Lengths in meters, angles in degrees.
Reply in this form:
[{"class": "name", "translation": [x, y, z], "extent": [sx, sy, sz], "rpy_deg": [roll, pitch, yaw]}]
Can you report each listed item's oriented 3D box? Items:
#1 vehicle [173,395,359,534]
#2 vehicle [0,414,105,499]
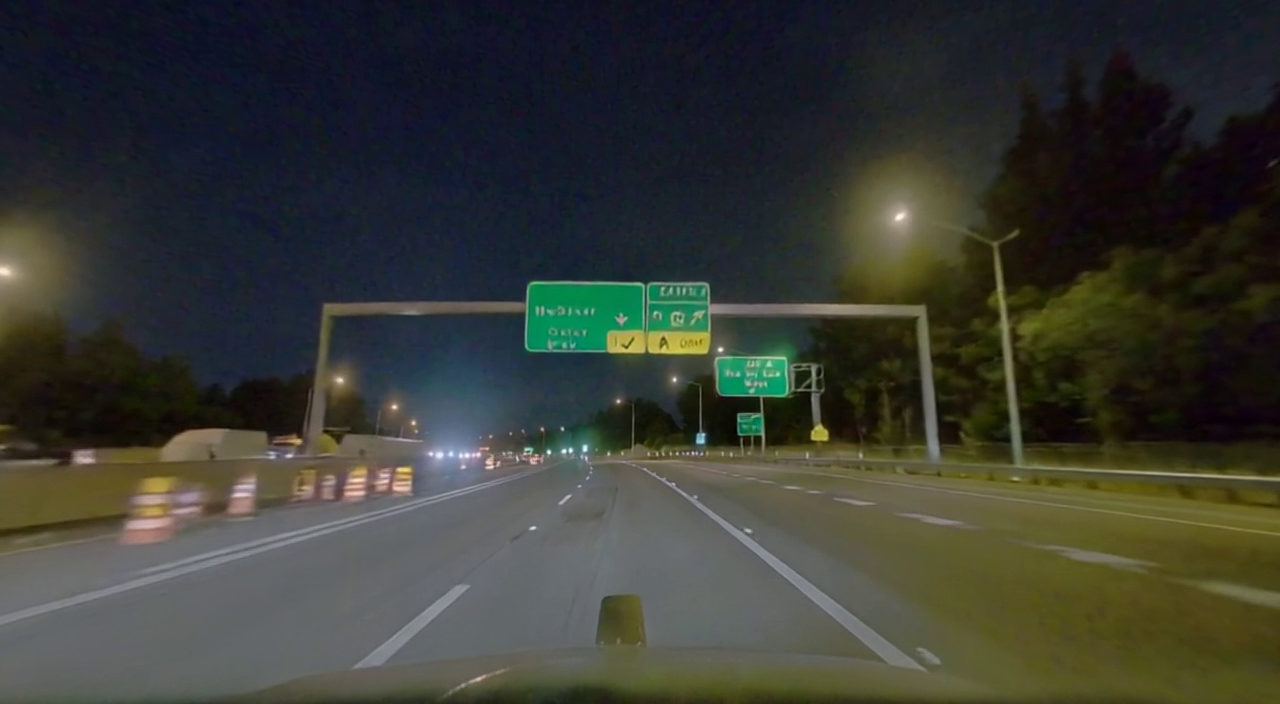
[{"class": "vehicle", "translation": [-7.649, 2.314, 13.289], "extent": [1.925, 2.542, 3.048], "rpy_deg": [-1, -8, 0]}, {"class": "vehicle", "translation": [-20.019, 2.830, 17.887], "extent": [2.695, 2.433, 7.714], "rpy_deg": [5, -12, 0]}]
